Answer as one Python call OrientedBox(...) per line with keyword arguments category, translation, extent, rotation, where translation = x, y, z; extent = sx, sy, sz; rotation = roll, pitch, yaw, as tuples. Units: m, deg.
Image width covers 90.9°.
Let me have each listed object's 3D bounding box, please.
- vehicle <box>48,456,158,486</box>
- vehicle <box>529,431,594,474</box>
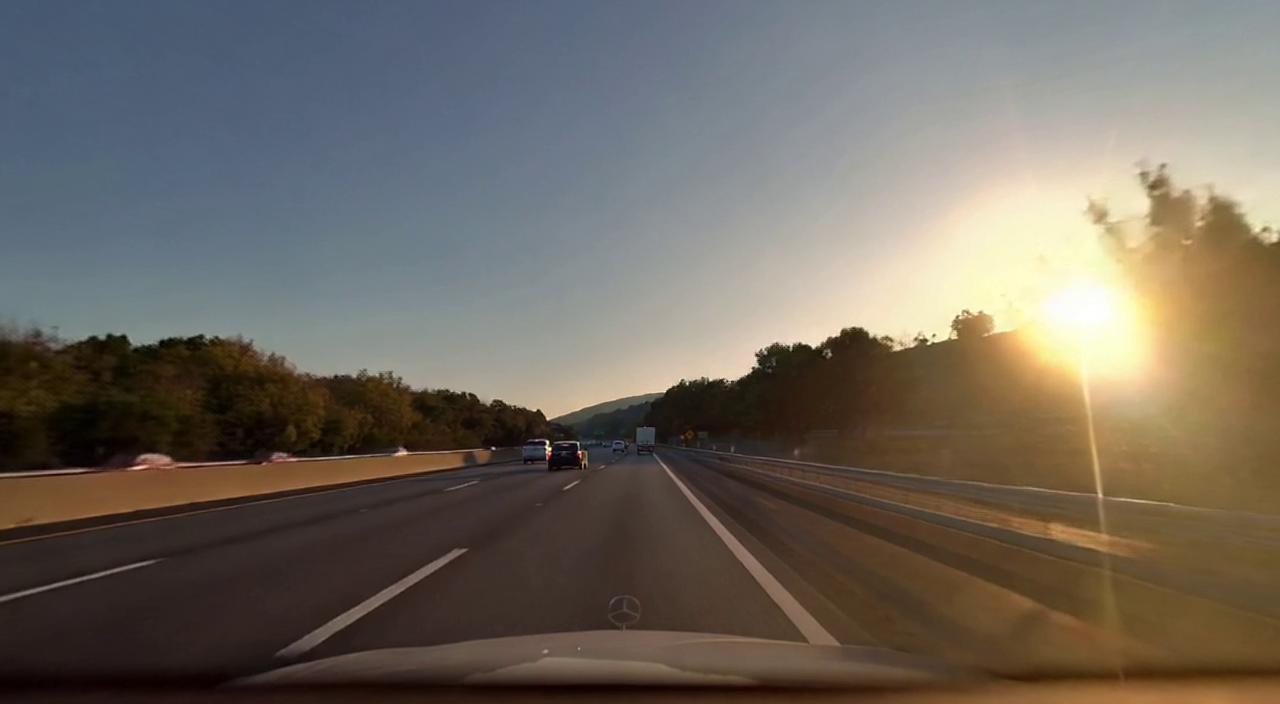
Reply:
OrientedBox(category="vehicle", translation=(-29.408, 6.521, 34.767), extent=(1.956, 1.444, 4.659), rotation=(0, -8, 1))
OrientedBox(category="vehicle", translation=(-3.544, 4.674, 29.425), extent=(2.283, 1.802, 4.810), rotation=(0, -8, 1))
